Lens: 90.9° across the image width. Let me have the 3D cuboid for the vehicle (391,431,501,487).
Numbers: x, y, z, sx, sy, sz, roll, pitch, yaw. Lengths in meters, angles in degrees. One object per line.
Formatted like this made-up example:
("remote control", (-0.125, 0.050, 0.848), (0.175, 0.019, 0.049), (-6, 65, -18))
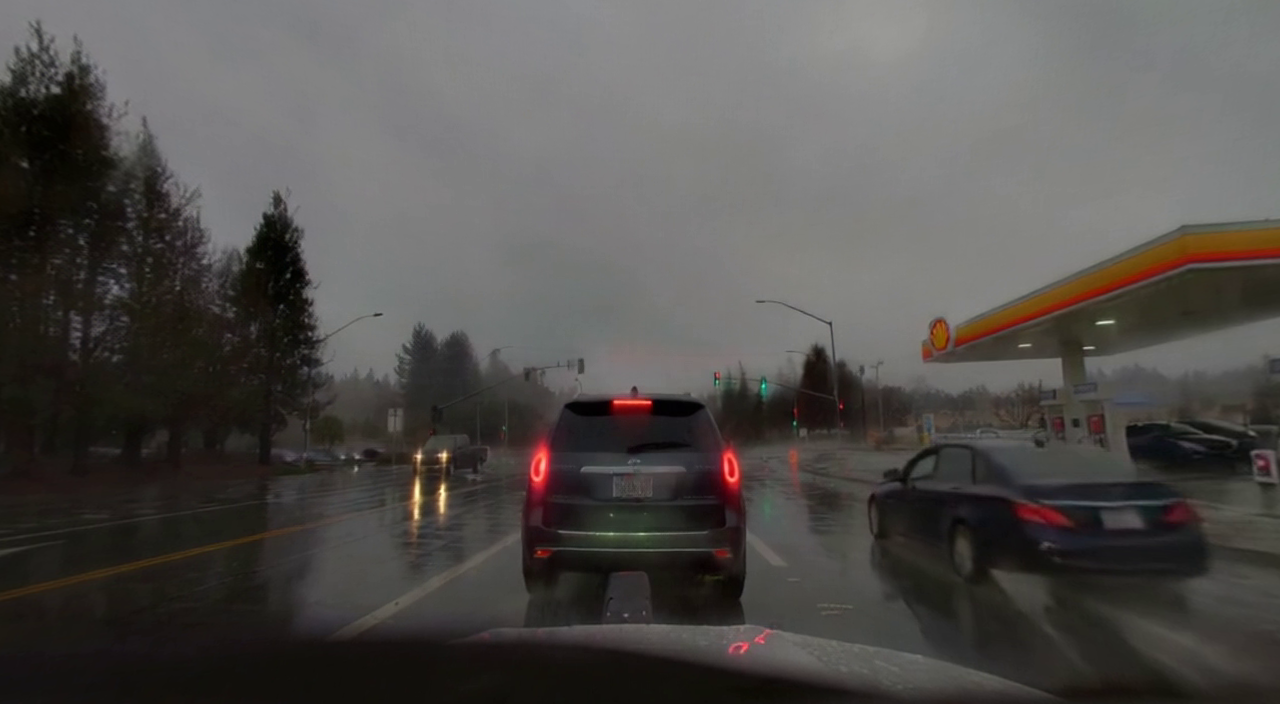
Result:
("vehicle", (-6.636, 3.718, 22.174), (2.065, 1.753, 4.525), (-1, -9, 6))

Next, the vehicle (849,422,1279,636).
("vehicle", (3.928, 1.597, 6.770), (2.041, 1.490, 4.471), (-1, -9, 3))

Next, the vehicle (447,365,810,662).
("vehicle", (0.012, 1.315, 6.135), (2.236, 1.819, 4.291), (-1, -9, 3))
